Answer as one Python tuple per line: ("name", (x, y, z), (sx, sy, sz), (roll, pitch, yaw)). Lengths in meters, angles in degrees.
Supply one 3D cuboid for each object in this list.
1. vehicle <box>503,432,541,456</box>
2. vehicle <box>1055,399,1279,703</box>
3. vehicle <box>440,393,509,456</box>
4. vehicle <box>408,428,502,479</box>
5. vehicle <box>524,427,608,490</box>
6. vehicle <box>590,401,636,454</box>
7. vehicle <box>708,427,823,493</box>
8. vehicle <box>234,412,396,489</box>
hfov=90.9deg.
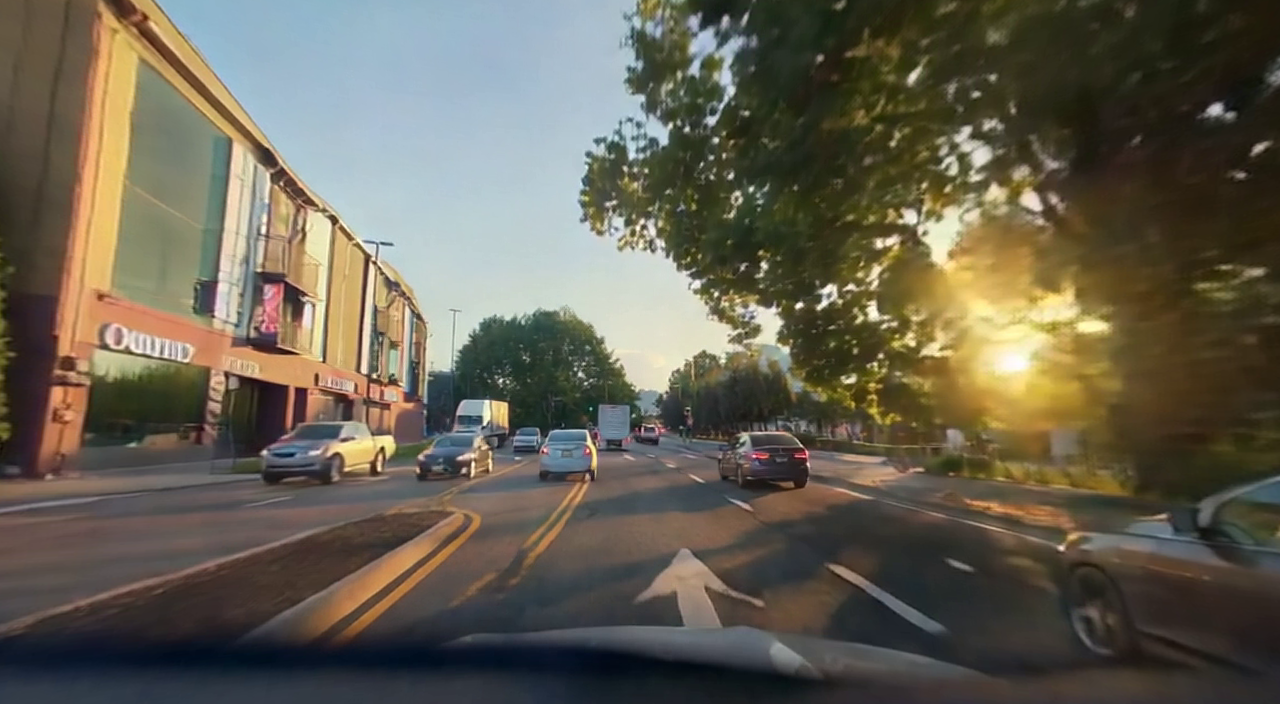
("vehicle", (-7.695, 5.990, 41.287), (1.964, 1.428, 4.481), (1, -7, -5))
("vehicle", (3.183, 0.707, 0.748), (2.081, 1.434, 4.833), (0, -7, 0))
("vehicle", (-11.163, 5.098, 43.647), (2.986, 3.821, 10.059), (1, -7, -6))
("vehicle", (-6.125, 3.386, 21.416), (2.026, 1.520, 4.475), (0, -7, -3))
("vehicle", (-1.945, 2.780, 16.842), (1.991, 1.472, 3.518), (1, -7, -6))
("vehicle", (-2.080, 5.469, 45.430), (2.917, 3.482, 6.946), (1, -7, -6))
("vehicle", (3.079, 2.708, 16.326), (1.889, 1.480, 3.876), (1, -7, -5))
("vehicle", (-9.387, 2.882, 18.890), (2.165, 1.966, 5.251), (0, -7, -1))
